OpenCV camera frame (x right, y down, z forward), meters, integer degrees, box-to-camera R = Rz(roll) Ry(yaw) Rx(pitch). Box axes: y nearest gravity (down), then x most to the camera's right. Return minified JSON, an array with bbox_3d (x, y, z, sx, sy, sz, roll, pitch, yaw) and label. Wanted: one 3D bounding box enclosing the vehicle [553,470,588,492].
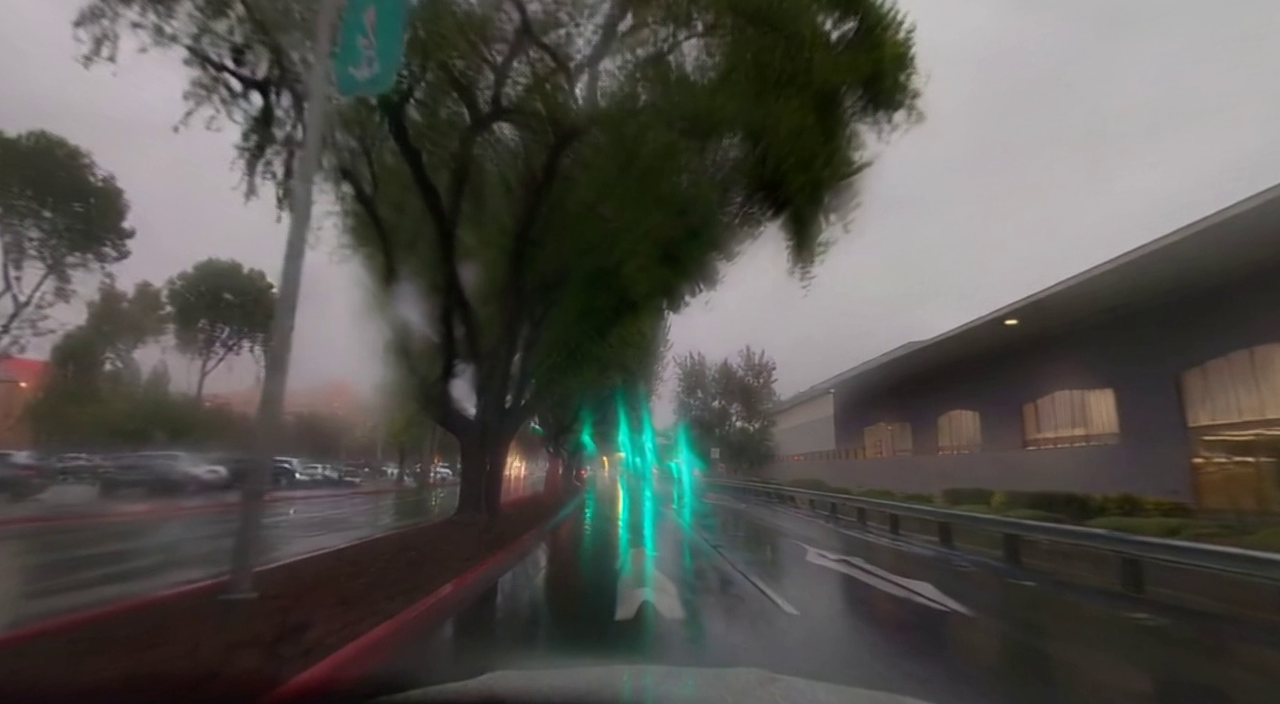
[{"bbox_3d":[-4.034,7.393,36.116,1.775,1.186,2.933,2,-11,-9],"label":"vehicle"}]
